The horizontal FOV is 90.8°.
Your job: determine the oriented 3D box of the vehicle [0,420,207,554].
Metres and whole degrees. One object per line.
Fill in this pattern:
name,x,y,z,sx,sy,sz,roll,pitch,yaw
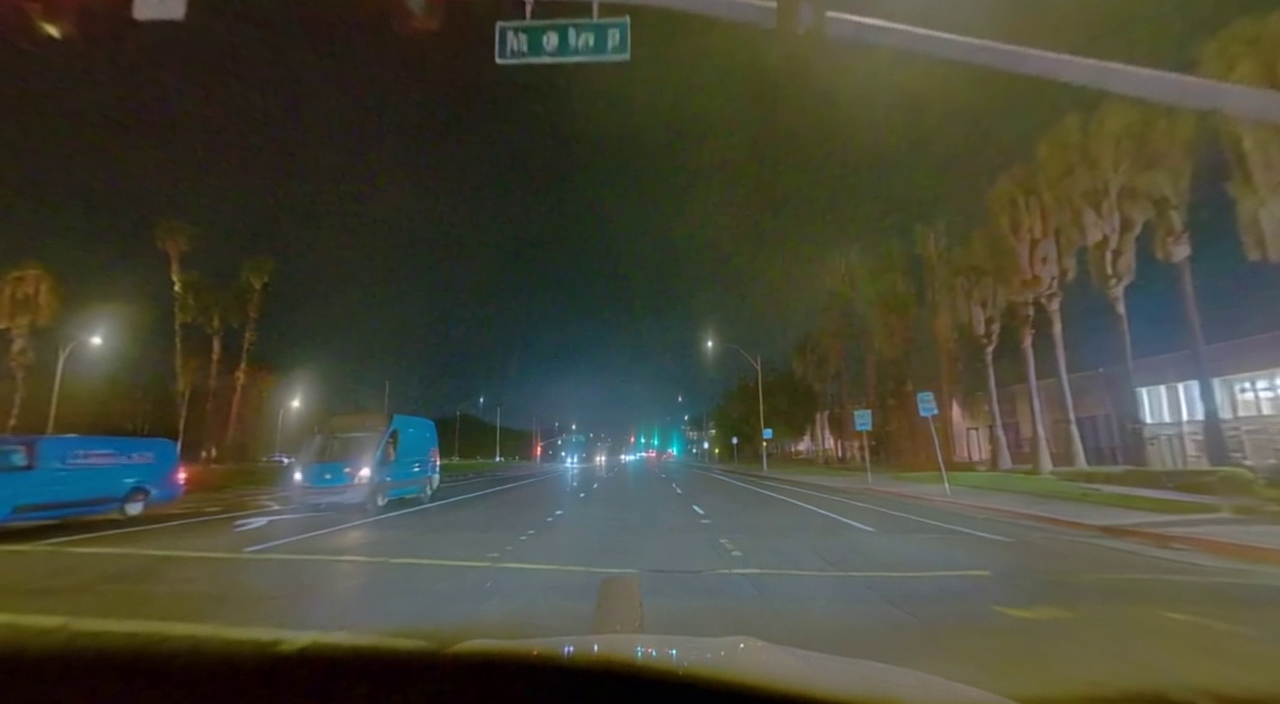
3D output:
vehicle,-9.165,1.944,9.529,2.074,1.681,4.417,0,-9,0

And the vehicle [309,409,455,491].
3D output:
vehicle,-9.593,3.783,24.519,2.509,2.712,7.034,0,-9,2
